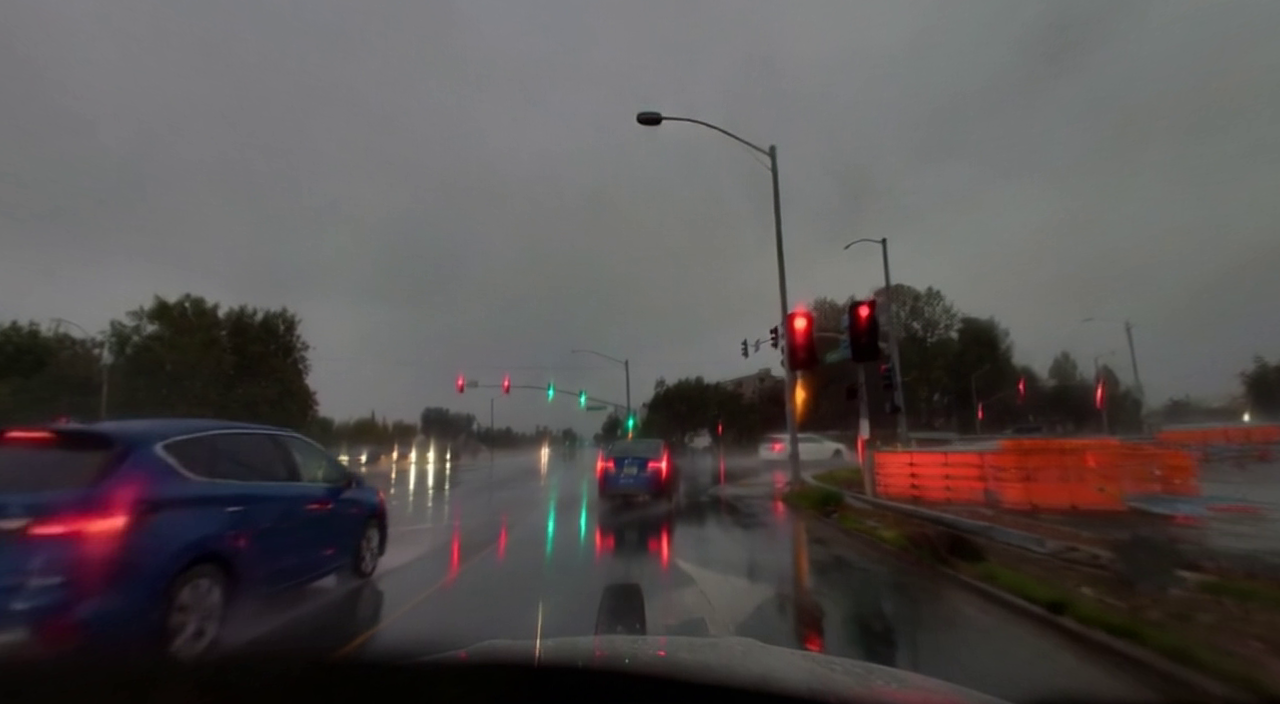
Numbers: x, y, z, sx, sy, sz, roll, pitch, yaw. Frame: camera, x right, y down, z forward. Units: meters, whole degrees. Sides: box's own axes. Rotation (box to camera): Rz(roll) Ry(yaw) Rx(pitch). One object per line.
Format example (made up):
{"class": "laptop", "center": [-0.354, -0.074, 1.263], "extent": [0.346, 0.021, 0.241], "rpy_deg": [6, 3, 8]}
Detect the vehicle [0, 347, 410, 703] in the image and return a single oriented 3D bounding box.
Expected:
{"class": "vehicle", "center": [-4.065, 1.267, 5.488], "extent": [2.240, 1.844, 5.043], "rpy_deg": [0, -9, 0]}

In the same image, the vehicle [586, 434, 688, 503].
{"class": "vehicle", "center": [0.080, 2.905, 16.142], "extent": [2.183, 1.506, 4.286], "rpy_deg": [-1, -9, 5]}

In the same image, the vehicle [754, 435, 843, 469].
{"class": "vehicle", "center": [7.617, 4.752, 30.175], "extent": [4.467, 1.477, 1.873], "rpy_deg": [7, -11, -41]}
